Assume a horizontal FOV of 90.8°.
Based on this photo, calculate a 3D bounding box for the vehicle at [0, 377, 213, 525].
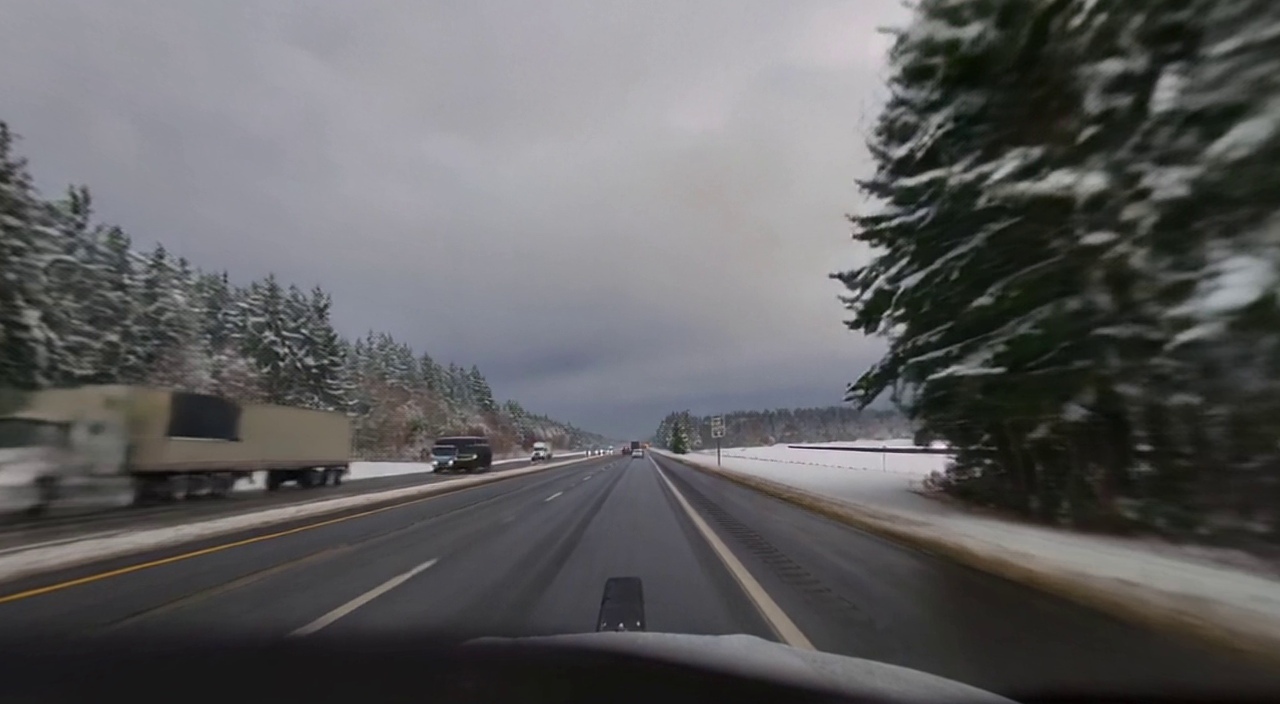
[{"bbox_3d":[-17.044,3.076,19.746,3.017,3.899,5.910,0,-9,0],"label":"vehicle"}]

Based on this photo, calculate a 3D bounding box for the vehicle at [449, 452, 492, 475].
[{"bbox_3d":[-12.240,8.065,45.772,1.903,1.592,4.451,0,-9,0],"label":"vehicle"}]
